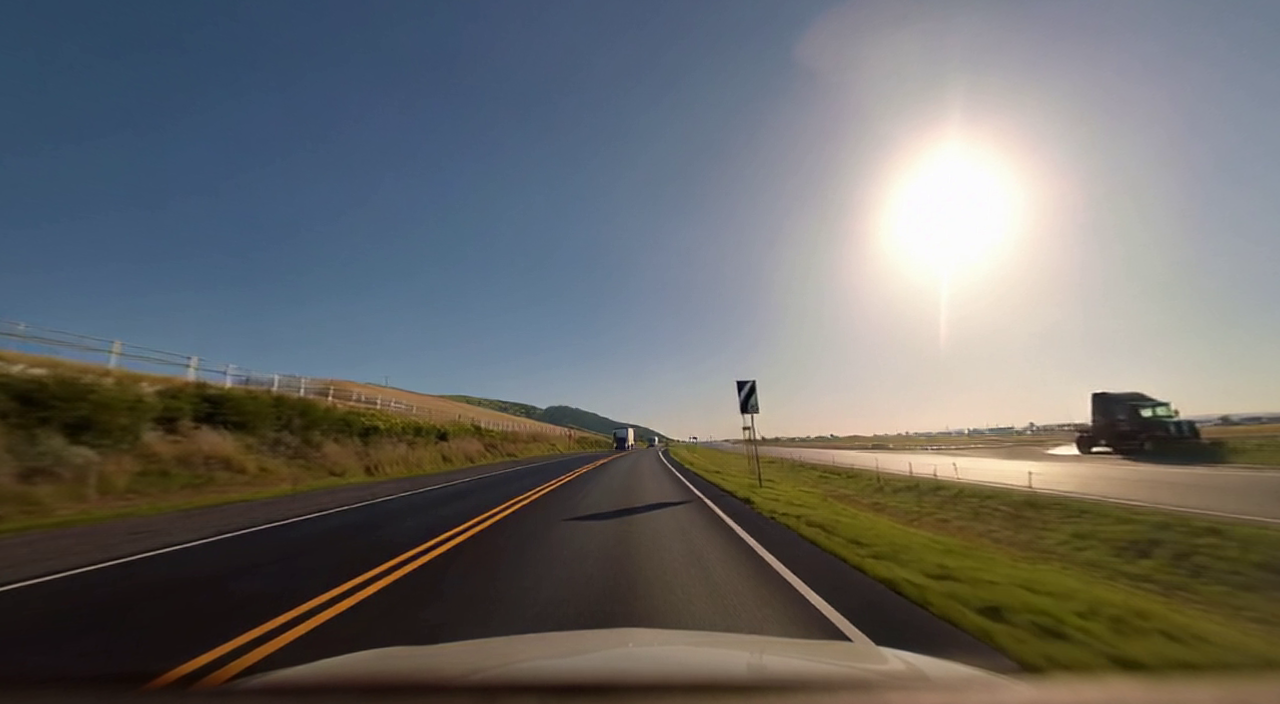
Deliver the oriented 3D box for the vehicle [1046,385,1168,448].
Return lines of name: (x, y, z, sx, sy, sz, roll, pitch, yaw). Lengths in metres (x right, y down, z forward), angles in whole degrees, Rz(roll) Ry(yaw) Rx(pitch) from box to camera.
vehicle: (24.857, 3.553, 33.831, 4.691, 3.097, 3.036, -5, -9, 30)
